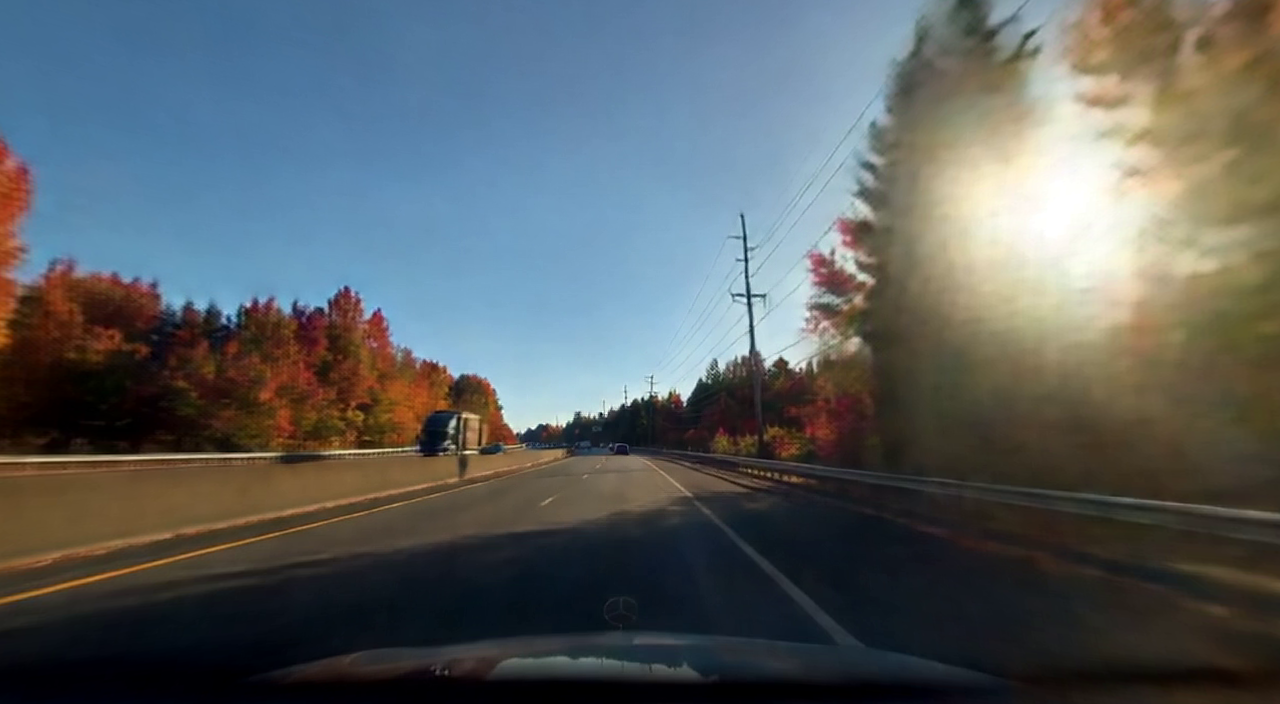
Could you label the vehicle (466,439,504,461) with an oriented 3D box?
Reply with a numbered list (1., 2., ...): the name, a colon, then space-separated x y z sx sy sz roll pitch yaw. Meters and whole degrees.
1. vehicle: -12.093 7.668 49.013 1.979 1.563 3.902 0 -9 0
